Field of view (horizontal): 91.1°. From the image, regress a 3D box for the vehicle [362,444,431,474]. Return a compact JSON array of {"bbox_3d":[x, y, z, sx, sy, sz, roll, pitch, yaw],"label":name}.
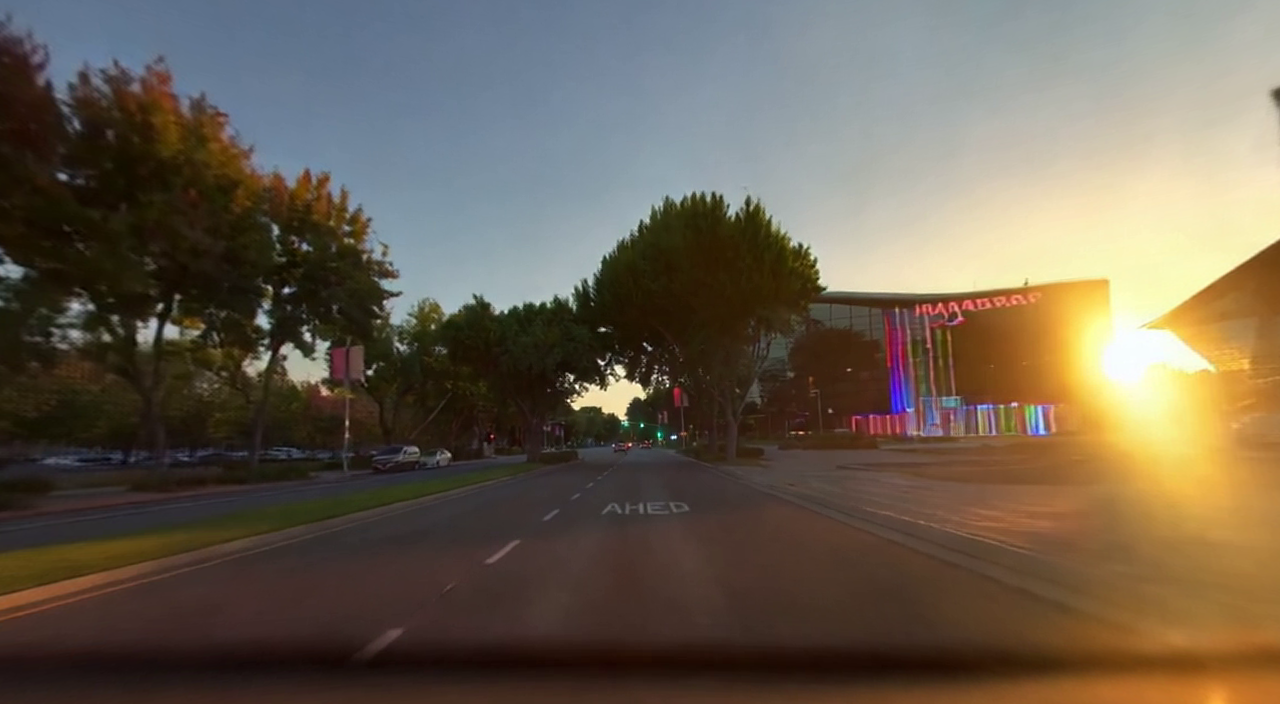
[{"bbox_3d":[-17.311,7.626,45.054,2.617,1.997,5.830,0,-9,0],"label":"vehicle"}]
